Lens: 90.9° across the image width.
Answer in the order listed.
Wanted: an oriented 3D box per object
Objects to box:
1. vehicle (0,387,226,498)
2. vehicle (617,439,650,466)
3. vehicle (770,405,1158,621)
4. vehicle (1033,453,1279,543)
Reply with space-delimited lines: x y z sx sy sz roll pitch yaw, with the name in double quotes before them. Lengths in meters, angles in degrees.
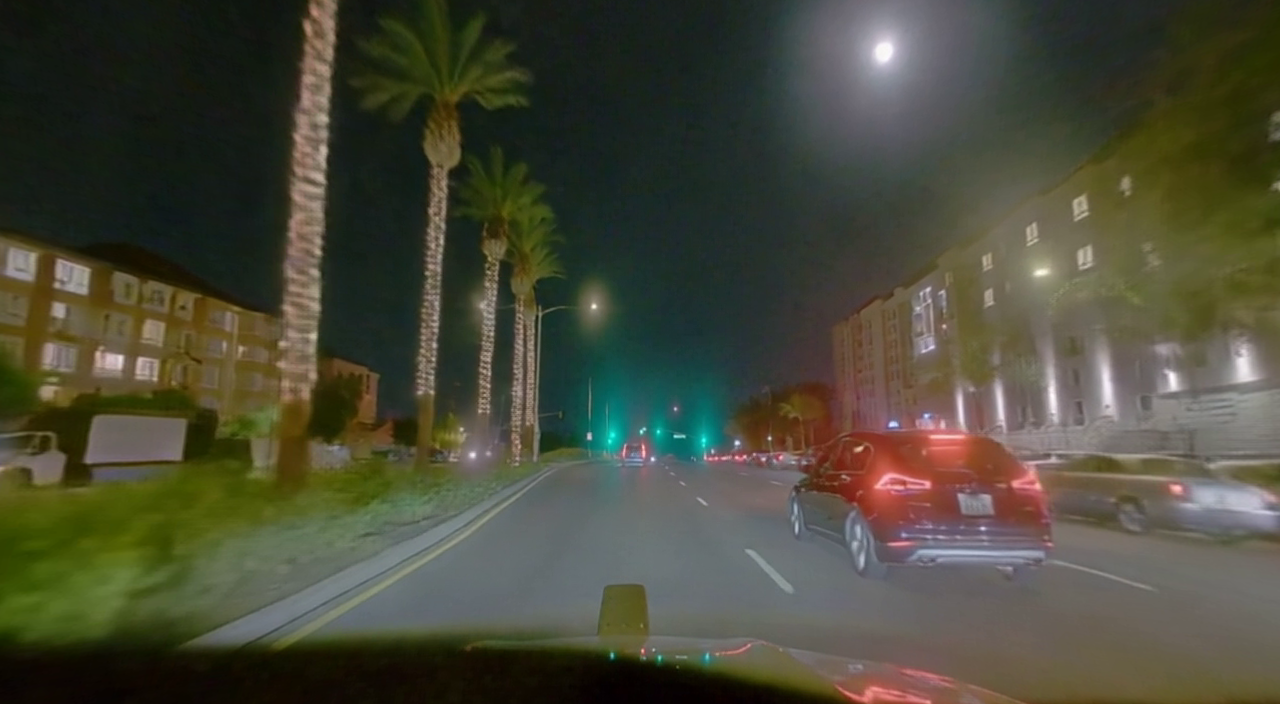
"vehicle" -18.985 3.228 22.278 2.933 3.159 8.124 -1 -9 2
"vehicle" -0.392 6.682 42.031 2.087 1.709 4.076 0 -9 0
"vehicle" 2.934 1.558 7.036 2.009 1.639 4.267 0 -9 -1
"vehicle" 10.199 2.820 12.814 1.745 1.413 4.115 3 -9 -1
